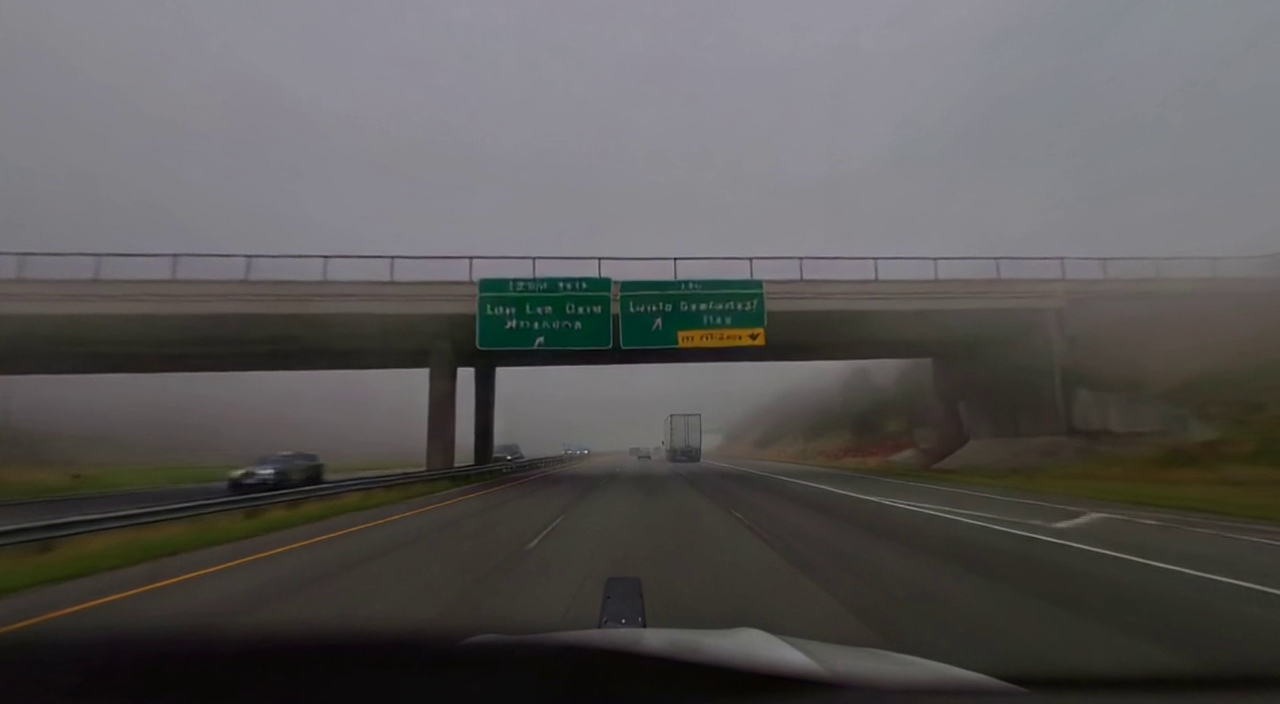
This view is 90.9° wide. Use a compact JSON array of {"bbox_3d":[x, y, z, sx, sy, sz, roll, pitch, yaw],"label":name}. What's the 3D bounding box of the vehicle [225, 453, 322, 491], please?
[{"bbox_3d":[-15.652,5.097,27.154,1.787,1.464,3.914,0,-9,0],"label":"vehicle"}]
